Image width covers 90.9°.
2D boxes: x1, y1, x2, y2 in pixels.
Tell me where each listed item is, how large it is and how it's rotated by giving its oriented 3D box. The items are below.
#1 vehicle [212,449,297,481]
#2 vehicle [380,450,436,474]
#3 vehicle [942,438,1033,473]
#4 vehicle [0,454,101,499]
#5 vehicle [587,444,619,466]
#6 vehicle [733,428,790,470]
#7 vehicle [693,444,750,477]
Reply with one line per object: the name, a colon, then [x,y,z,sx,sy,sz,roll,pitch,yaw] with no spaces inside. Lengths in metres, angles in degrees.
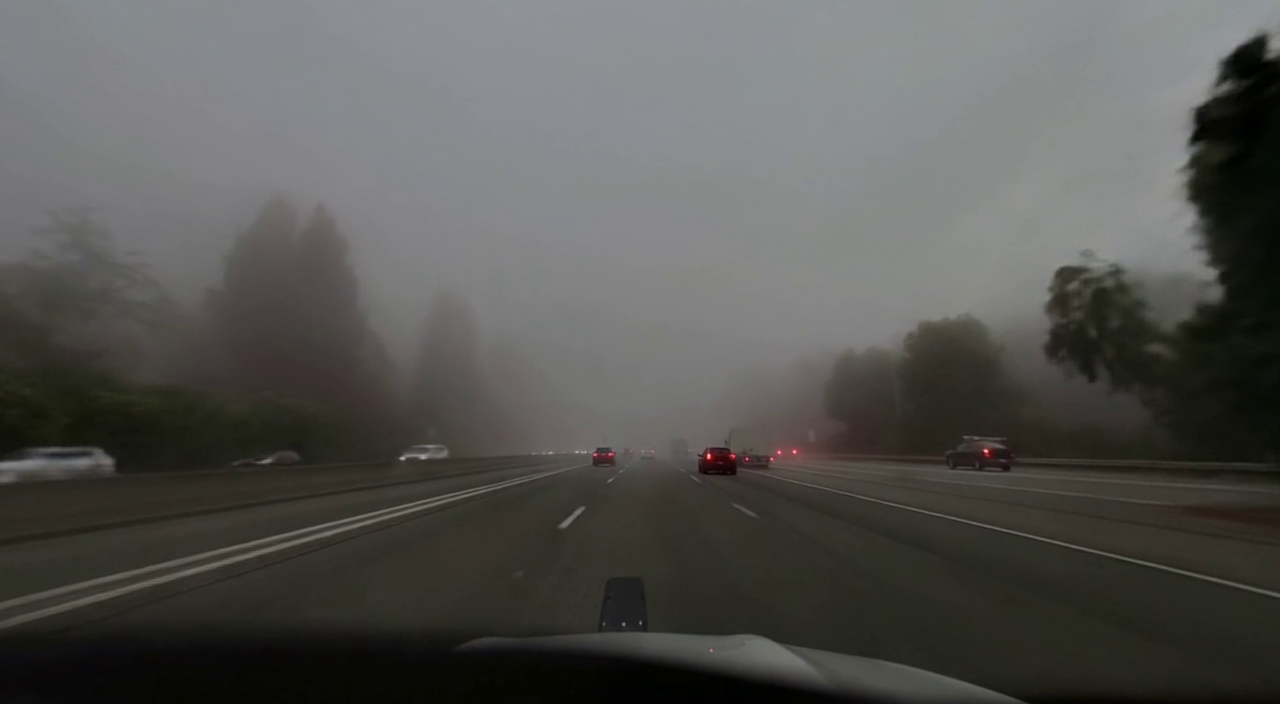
vehicle: [-23.227,6.804,38.252,2.091,1.782,4.774,0,-8,0]
vehicle: [-15.405,7.300,42.194,1.996,1.495,4.468,0,-9,1]
vehicle: [21.983,6.565,40.270,2.221,1.995,5.803,0,-9,-3]
vehicle: [-26.697,5.266,26.893,2.240,1.729,5.833,0,-8,0]
vehicle: [-2.689,7.652,47.027,2.060,1.587,4.093,0,-9,1]
vehicle: [8.166,6.586,42.947,2.729,2.628,4.875,0,-9,-2]
vehicle: [3.921,5.303,31.137,2.080,1.493,4.674,0,-9,-1]
